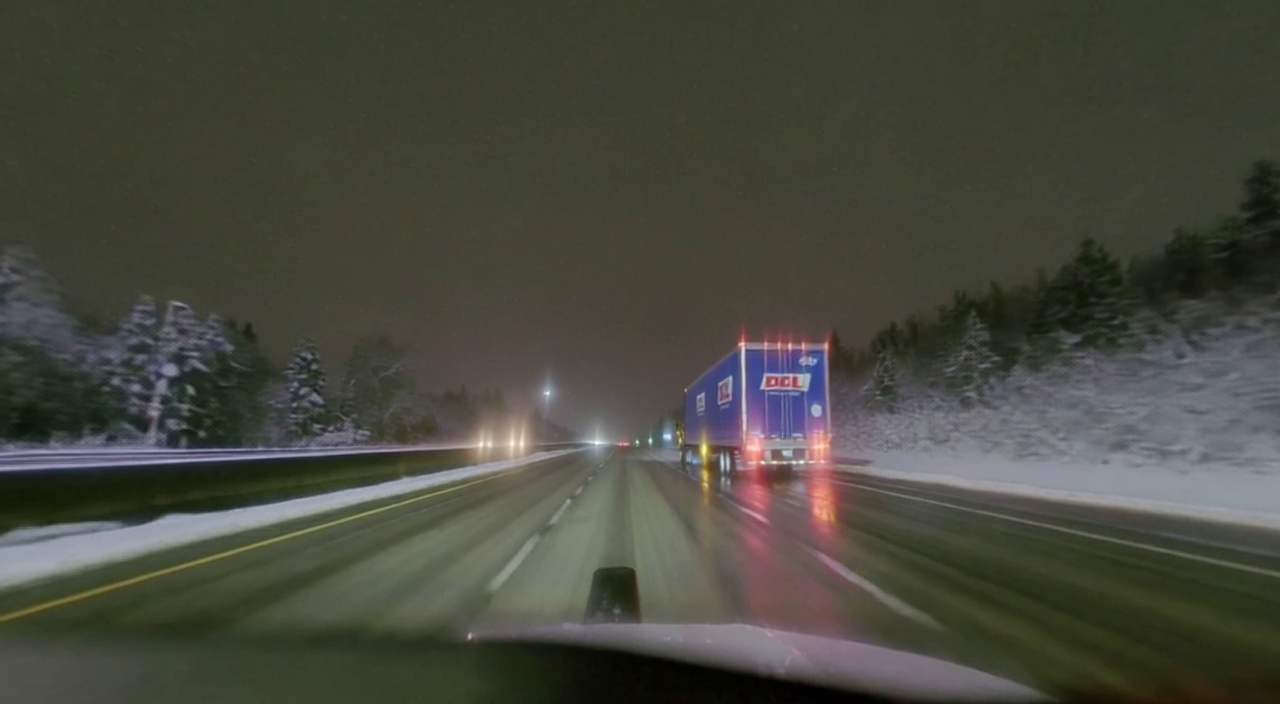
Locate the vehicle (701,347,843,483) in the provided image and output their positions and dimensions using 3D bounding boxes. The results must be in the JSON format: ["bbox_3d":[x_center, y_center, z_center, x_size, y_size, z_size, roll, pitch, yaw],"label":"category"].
[{"bbox_3d":[4.226,2.387,22.438,2.880,3.918,8.254,0,-8,-2],"label":"vehicle"}]
